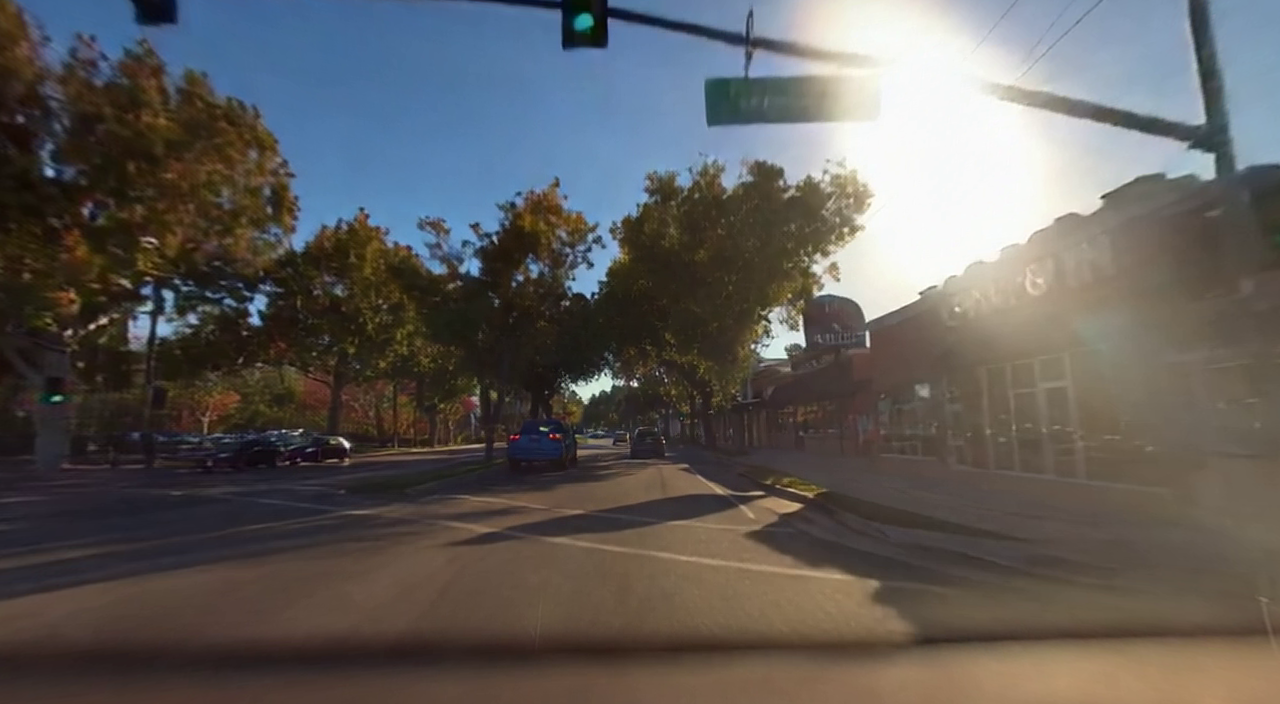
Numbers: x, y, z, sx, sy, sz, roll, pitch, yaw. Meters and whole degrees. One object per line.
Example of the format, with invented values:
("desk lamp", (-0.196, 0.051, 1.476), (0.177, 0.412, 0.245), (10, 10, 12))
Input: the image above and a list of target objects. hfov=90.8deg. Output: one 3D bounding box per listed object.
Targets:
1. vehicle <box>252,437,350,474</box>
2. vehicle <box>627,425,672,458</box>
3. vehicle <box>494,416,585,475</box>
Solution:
("vehicle", (-15.884, 4.833, 29.953), (1.912, 1.432, 5.070), (-3, -8, 0))
("vehicle", (0.418, 4.472, 31.624), (2.103, 1.487, 4.101), (-1, -8, 0))
("vehicle", (-3.287, 3.202, 21.912), (2.464, 1.777, 5.128), (0, -8, -1))
